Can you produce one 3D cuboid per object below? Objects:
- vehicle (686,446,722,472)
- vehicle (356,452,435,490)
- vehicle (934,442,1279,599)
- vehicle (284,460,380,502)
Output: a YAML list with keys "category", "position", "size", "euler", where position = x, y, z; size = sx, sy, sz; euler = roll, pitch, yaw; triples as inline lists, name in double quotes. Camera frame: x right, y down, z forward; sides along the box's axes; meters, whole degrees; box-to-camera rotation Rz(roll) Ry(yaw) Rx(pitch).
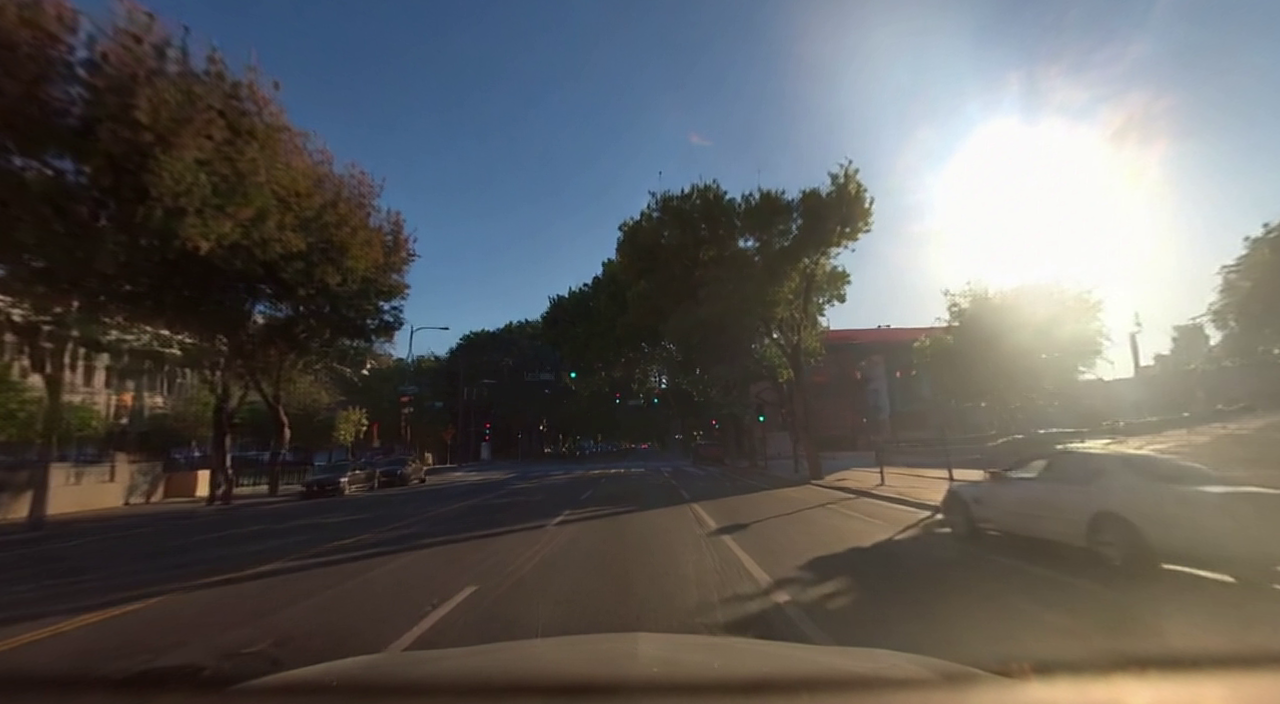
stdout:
- category: "vehicle"
  position: [4.040, 6.651, 39.533]
  size: [2.085, 1.530, 4.125]
  euler: [-1, -9, 7]
- category: "vehicle"
  position: [-12.641, 6.148, 33.102]
  size: [2.011, 1.668, 5.474]
  euler: [-1, -8, -1]
- category: "vehicle"
  position: [6.081, 1.937, 8.328]
  size: [2.091, 1.445, 4.678]
  euler: [0, -9, -1]
- category: "vehicle"
  position: [-12.485, 5.231, 25.990]
  size: [1.767, 1.455, 4.389]
  euler: [0, -9, 0]
